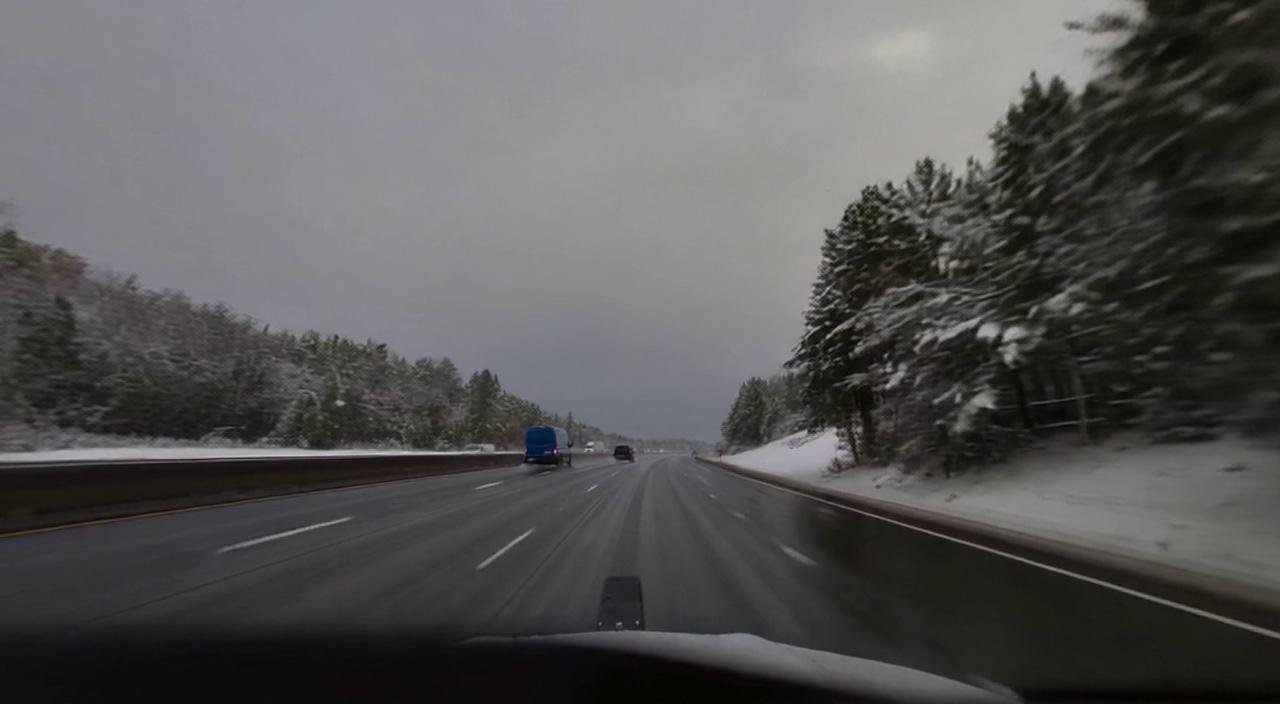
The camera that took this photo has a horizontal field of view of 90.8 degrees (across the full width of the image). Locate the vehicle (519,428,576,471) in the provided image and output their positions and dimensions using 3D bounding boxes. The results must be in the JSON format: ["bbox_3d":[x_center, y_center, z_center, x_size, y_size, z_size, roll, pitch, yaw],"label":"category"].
[{"bbox_3d":[-5.632,6.077,39.309,2.449,2.471,6.130,0,-9,2],"label":"vehicle"}]
